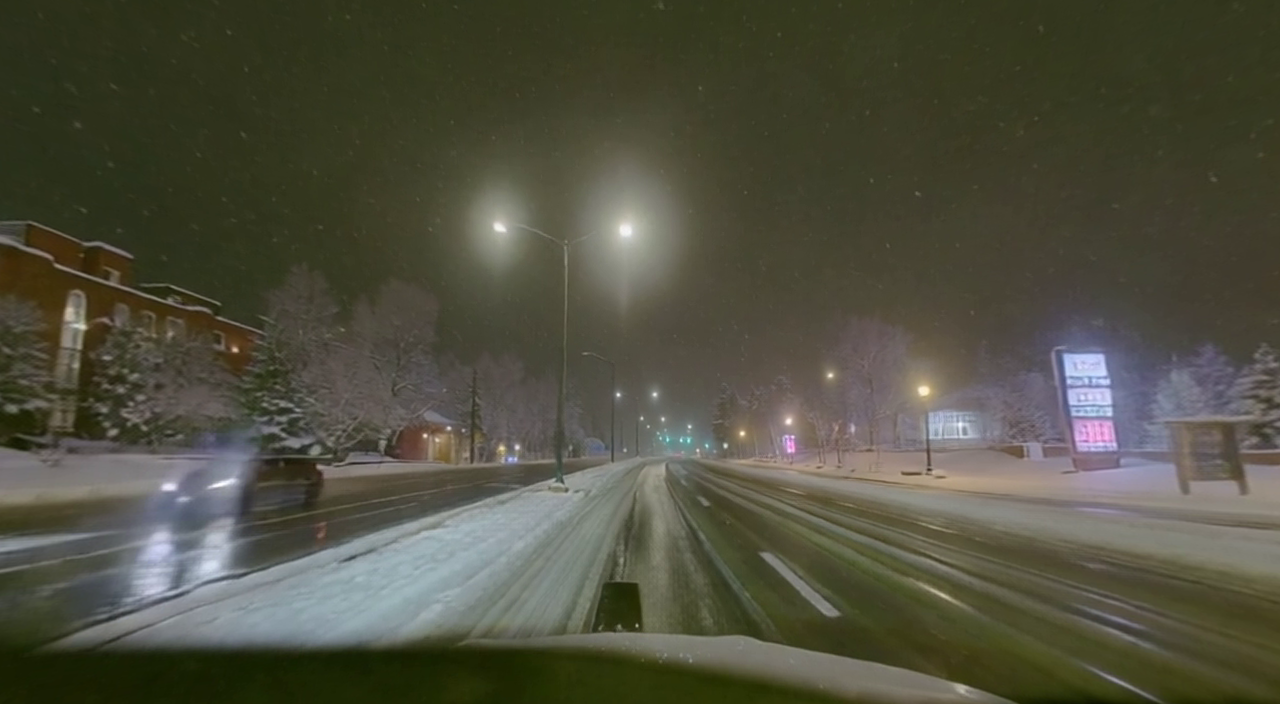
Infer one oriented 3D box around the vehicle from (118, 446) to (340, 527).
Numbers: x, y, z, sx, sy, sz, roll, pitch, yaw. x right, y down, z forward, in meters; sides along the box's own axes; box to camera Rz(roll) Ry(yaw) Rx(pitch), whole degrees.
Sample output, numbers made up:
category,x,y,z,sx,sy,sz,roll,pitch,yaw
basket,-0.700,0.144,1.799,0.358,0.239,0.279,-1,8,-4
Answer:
category,x,y,z,sx,sy,sz,roll,pitch,yaw
vehicle,-8.642,2.812,13.841,1.866,1.463,4.378,0,-9,1
